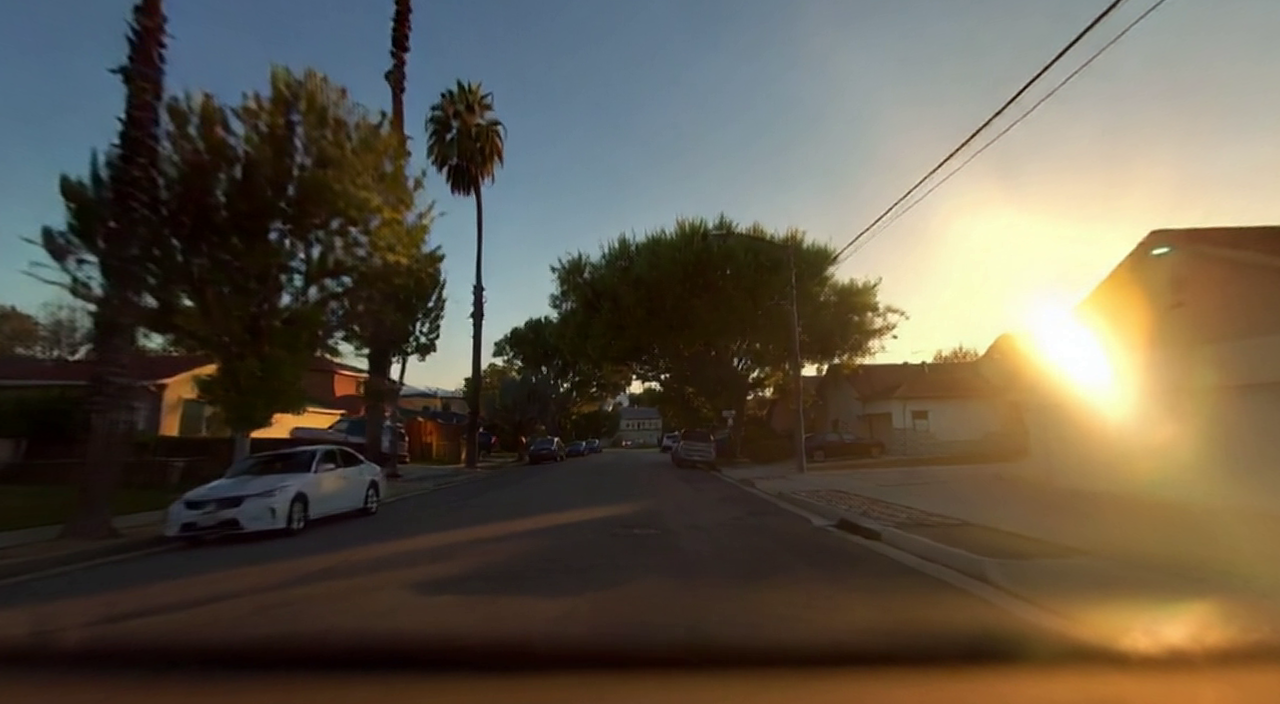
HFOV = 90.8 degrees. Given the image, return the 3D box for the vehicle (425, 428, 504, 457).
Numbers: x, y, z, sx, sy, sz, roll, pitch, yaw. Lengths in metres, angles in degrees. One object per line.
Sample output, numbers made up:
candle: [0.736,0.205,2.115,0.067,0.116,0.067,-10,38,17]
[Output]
vehicle: [-12.336,6.422,44.684,4.991,1.947,2.329,0,-8,-3]

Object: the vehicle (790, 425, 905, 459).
vehicle: [9.465,4.152,29.086,4.643,1.520,1.826,0,-8,1]

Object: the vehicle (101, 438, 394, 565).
vehicle: [-5.730,2.149,10.103,1.949,1.511,4.466,0,-7,-2]

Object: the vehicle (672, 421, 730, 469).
vehicle: [2.777,4.437,30.207,2.184,2.038,6.212,0,-8,1]

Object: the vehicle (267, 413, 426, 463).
vehicle: [-11.936,3.555,26.054,5.340,1.948,2.398,0,-8,0]

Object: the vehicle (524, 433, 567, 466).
vehicle: [-5.739,5.950,39.001,2.147,1.823,4.725,0,-7,-2]
